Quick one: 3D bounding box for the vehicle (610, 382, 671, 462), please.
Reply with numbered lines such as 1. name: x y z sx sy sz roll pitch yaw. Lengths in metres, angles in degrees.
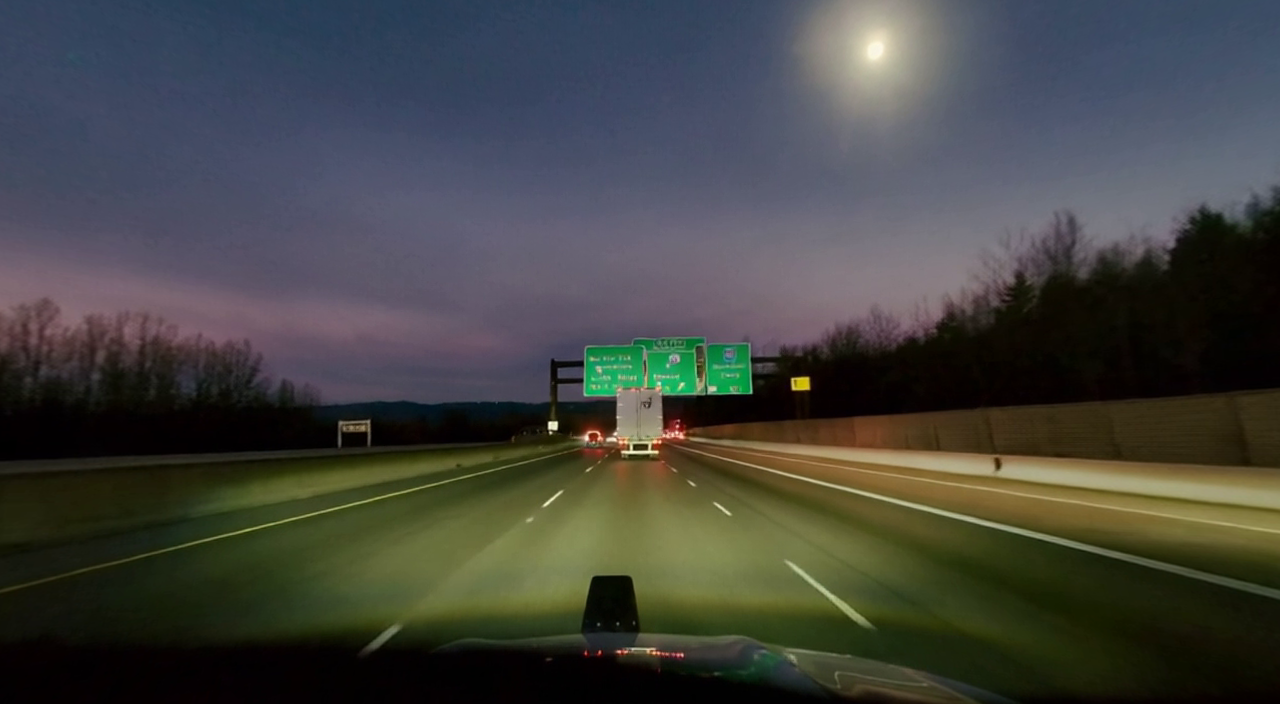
1. vehicle: -0.020 4.560 39.440 2.965 3.972 16.689 0 -8 0
